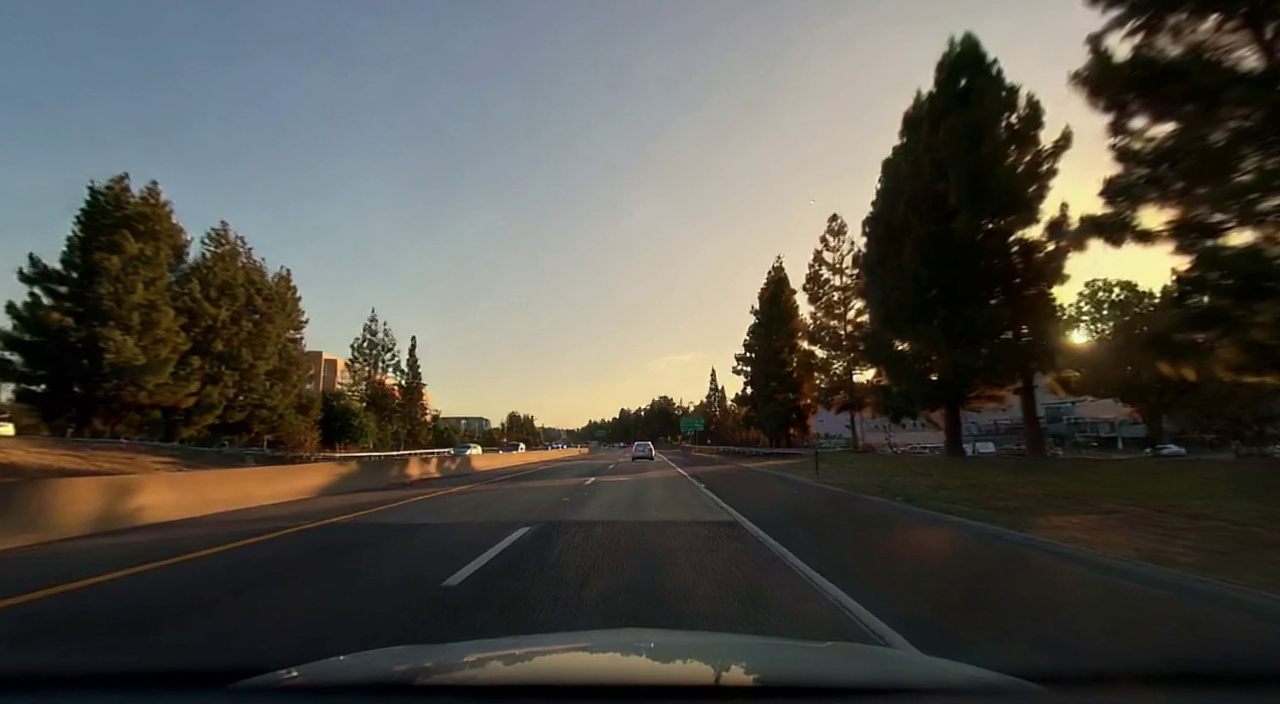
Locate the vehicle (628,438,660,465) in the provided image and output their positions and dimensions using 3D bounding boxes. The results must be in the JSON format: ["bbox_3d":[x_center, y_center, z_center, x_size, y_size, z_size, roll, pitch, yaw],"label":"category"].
[{"bbox_3d":[0.234,6.511,41.118,2.029,1.666,4.064,0,-8,0],"label":"vehicle"}]
